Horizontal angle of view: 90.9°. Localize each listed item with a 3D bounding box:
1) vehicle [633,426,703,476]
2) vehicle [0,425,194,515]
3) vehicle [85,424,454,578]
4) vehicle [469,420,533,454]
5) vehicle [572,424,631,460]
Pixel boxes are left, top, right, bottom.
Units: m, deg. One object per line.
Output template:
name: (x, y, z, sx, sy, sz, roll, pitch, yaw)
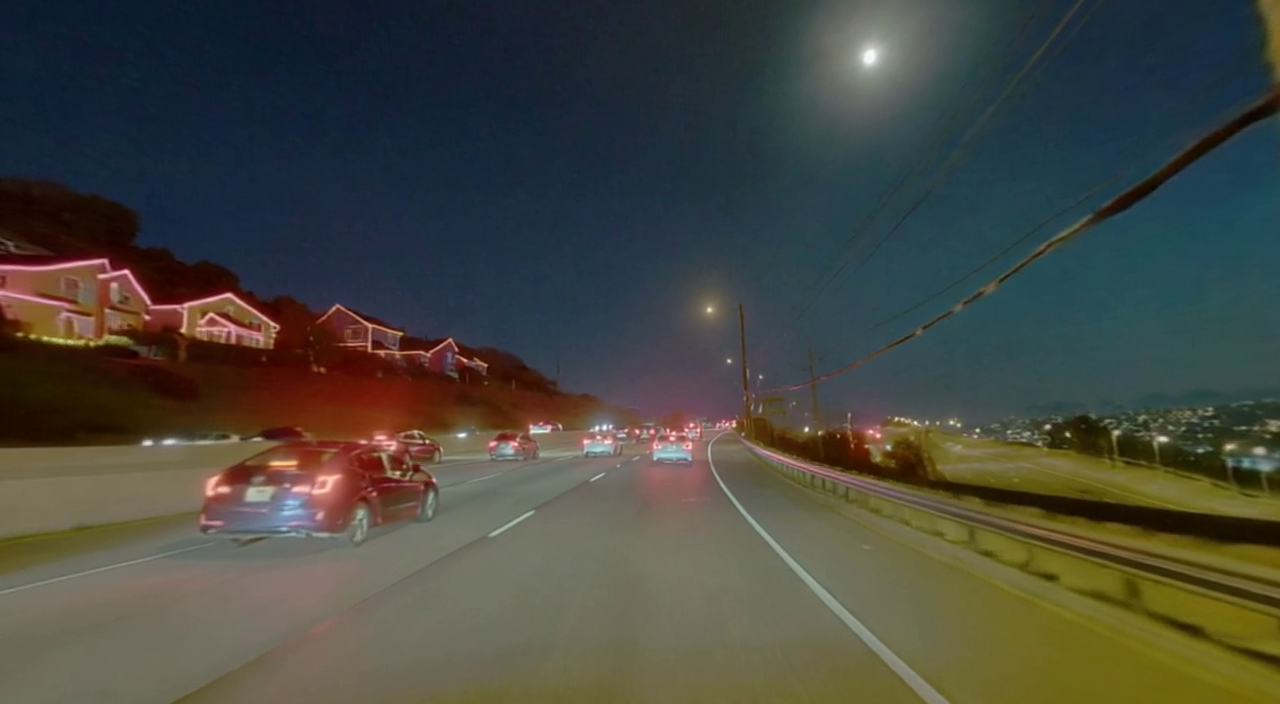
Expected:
vehicle: (0.989, 3.307, 21.236, 2.109, 1.495, 3.935, -1, -8, 4)
vehicle: (-12.410, 2.443, 13.467, 1.986, 1.622, 4.548, -1, -8, 9)
vehicle: (-4.336, 1.804, 8.589, 1.956, 1.478, 4.789, -1, -8, 3)
vehicle: (-8.127, 5.066, 37.351, 2.080, 1.833, 4.461, -2, -9, 11)
vehicle: (-1.849, 4.531, 31.700, 2.121, 1.639, 4.383, -1, -8, 8)
